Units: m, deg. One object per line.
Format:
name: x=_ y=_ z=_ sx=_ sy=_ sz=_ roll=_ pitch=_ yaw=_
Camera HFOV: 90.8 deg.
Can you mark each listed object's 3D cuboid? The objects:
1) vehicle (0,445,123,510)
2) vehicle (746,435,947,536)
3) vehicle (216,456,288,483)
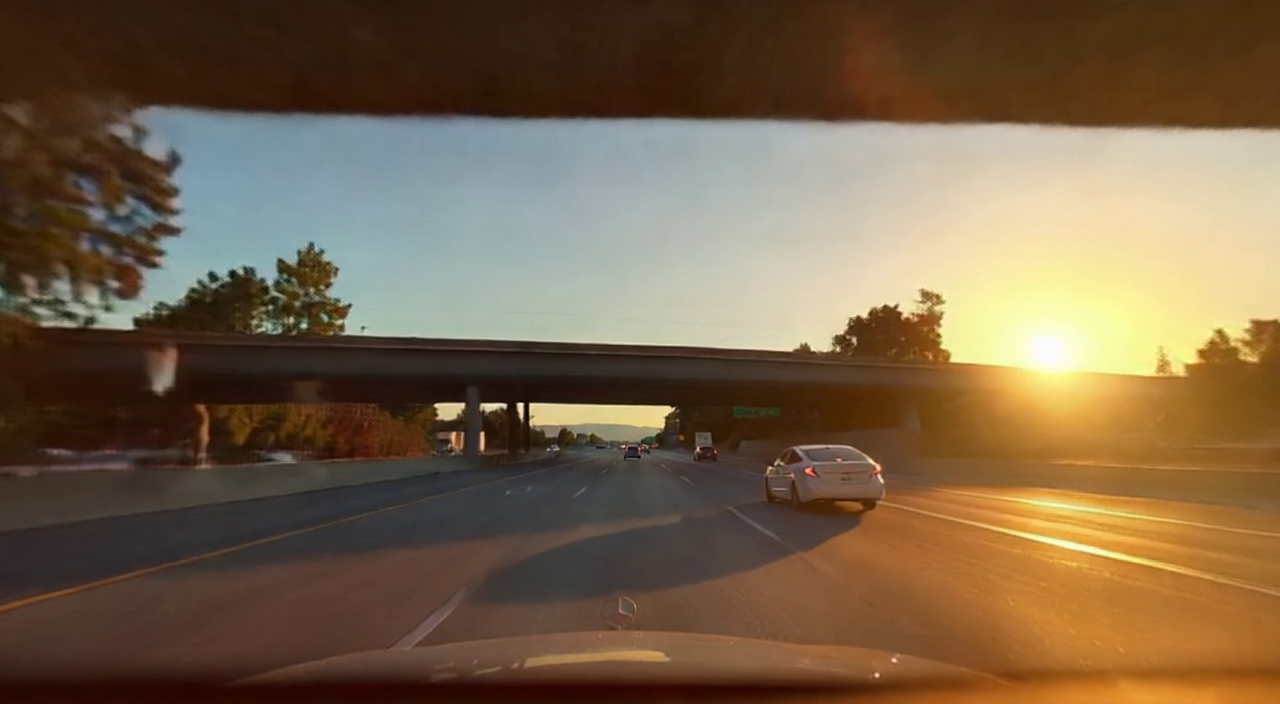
vehicle: x=-19.872 y=3.986 z=20.462 sx=2.043 sy=1.830 sz=4.879 roll=0 pitch=-8 yaw=0
vehicle: x=3.461 y=2.326 z=11.712 sx=2.076 sy=1.472 sz=4.562 roll=0 pitch=-9 yaw=-2
vehicle: x=-23.586 y=7.146 z=38.570 sx=1.821 sy=1.507 sz=4.069 roll=1 pitch=-9 yaw=0
